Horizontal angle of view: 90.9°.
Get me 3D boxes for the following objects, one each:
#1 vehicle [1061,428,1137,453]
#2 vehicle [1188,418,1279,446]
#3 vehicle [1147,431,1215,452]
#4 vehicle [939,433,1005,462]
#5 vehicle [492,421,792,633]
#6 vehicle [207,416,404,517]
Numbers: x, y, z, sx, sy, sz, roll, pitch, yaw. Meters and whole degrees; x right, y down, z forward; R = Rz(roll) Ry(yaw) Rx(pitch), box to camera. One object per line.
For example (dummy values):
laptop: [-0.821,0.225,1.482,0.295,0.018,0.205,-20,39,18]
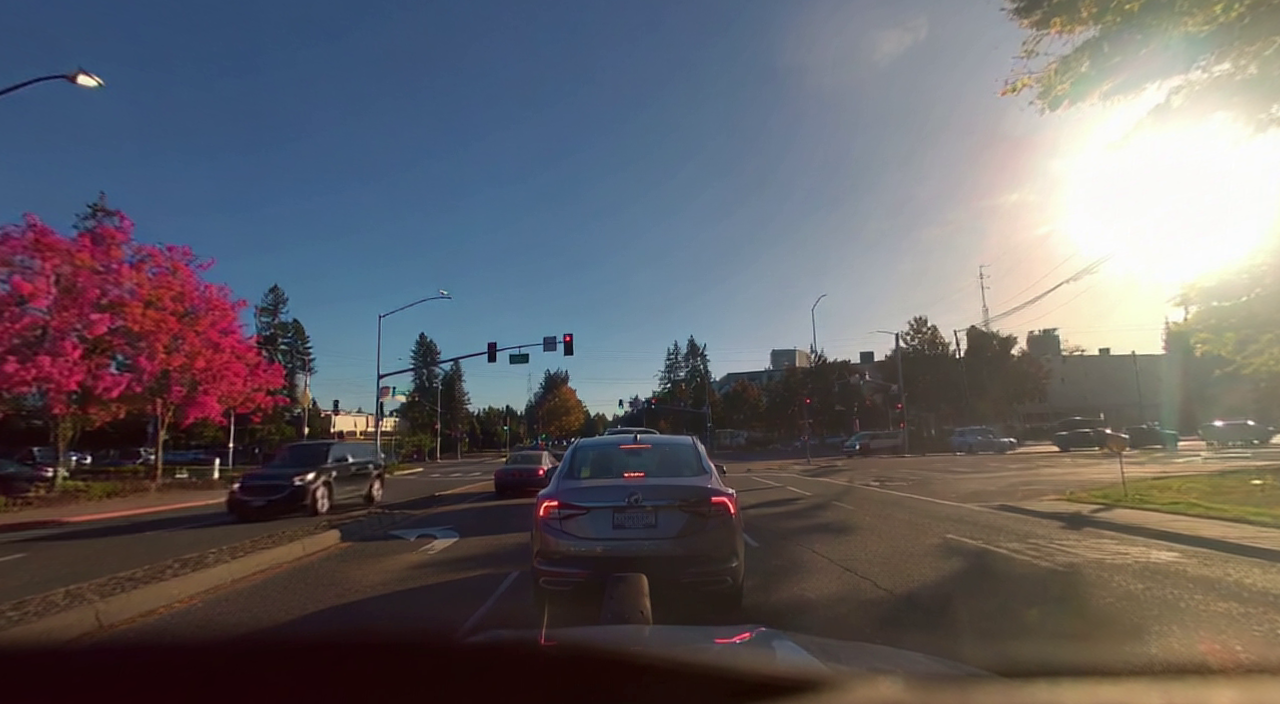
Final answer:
vehicle: [34.787,6.707,47.837,4.294,1.557,1.744,-4,-7,1]
vehicle: [36.315,4.914,38.457,1.848,1.581,4.475,-1,-8,3]
vehicle: [40.936,6.764,47.706,3.573,1.432,1.604,-3,-8,1]
vehicle: [18.380,5.287,34.848,2.053,1.495,4.091,-8,-12,44]
vehicle: [-0.002,1.545,6.560,2.112,1.482,4.057,0,-8,0]
vehicle: [-8.008,2.781,15.905,2.378,2.084,5.225,0,-8,-4]
